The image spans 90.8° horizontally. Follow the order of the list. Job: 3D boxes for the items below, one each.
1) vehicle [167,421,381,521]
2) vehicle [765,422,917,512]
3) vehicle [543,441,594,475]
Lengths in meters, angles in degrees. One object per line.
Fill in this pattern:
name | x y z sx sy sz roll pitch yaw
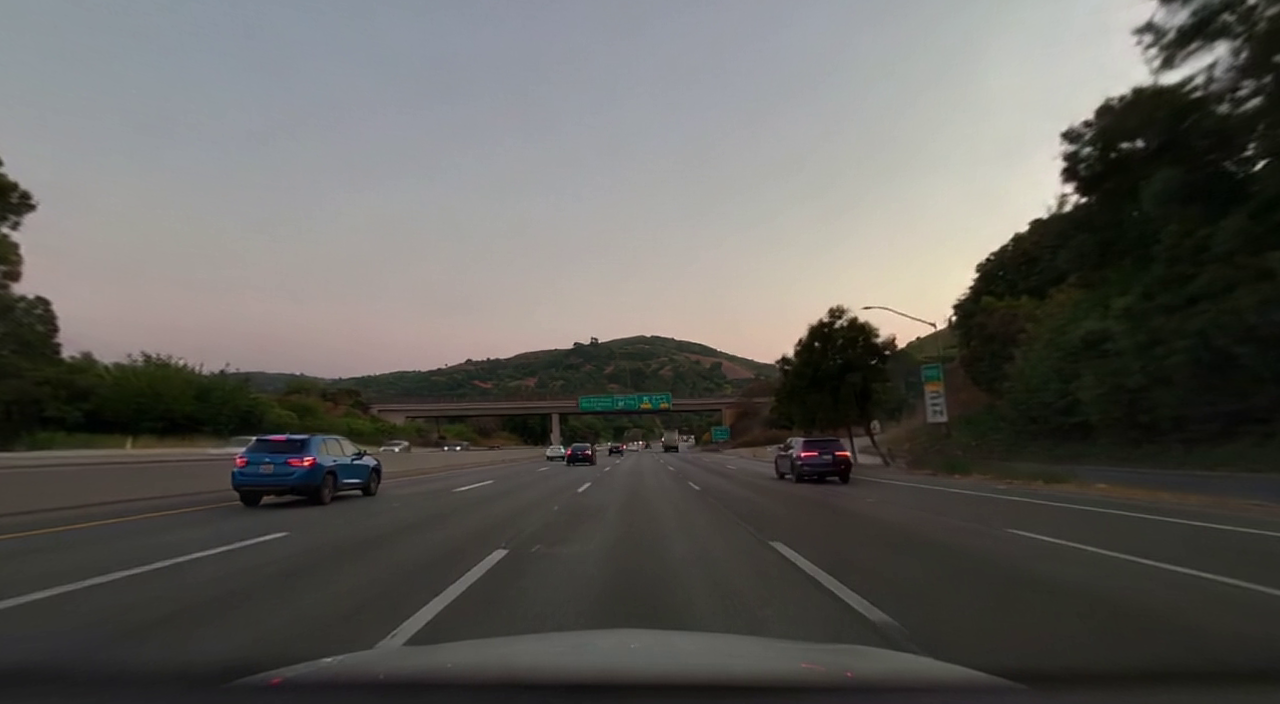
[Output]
vehicle | -7.170 2.369 13.007 1.860 1.694 4.173 0 -9 0
vehicle | 4.330 2.571 14.513 1.950 1.719 4.545 0 -9 0
vehicle | -3.346 5.069 30.464 1.925 1.509 4.363 0 -9 0
